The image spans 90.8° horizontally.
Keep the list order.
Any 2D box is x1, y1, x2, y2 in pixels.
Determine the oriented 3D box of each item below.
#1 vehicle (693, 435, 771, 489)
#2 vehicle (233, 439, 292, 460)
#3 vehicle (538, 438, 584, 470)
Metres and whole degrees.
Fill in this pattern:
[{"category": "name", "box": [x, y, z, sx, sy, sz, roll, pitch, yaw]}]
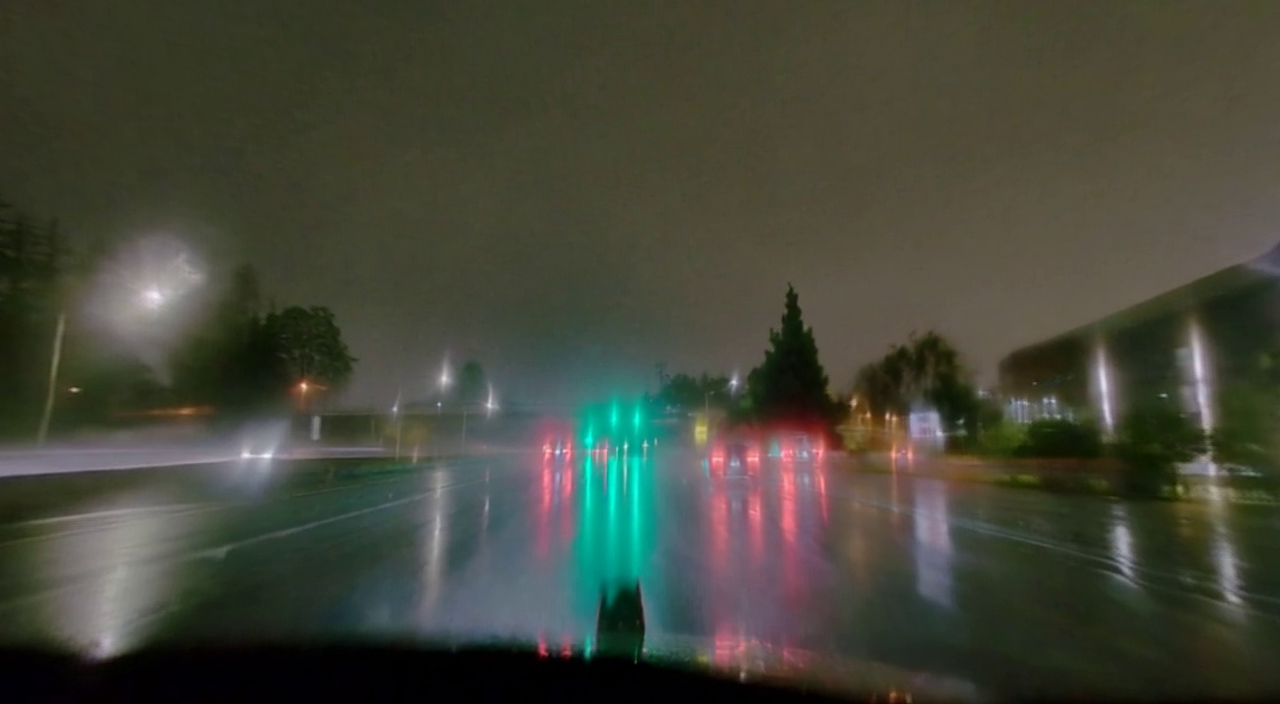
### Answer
[{"category": "vehicle", "box": [3.100, 3.793, 22.197, 1.997, 1.686, 4.247, 0, -8, -2]}, {"category": "vehicle", "box": [-28.626, 7.404, 48.023, 1.806, 1.465, 4.358, 0, -8, 0]}, {"category": "vehicle", "box": [-4.558, 5.969, 37.170, 2.176, 1.779, 4.755, 0, -8, 0]}]
